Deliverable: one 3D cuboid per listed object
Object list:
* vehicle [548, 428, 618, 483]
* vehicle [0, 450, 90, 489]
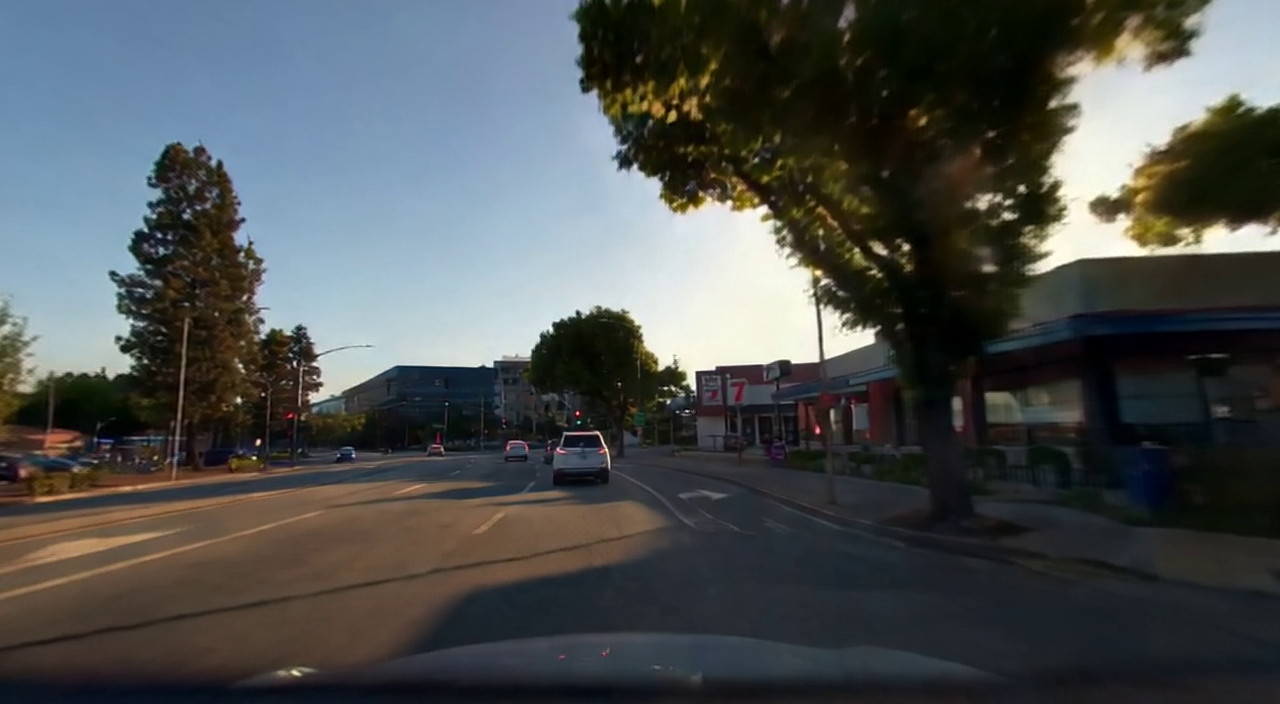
[{"bbox_3d":[-2.049,3.577,22.104,2.227,1.733,3.930,1,-8,-7],"label":"vehicle"},{"bbox_3d":[-31.390,5.868,31.664,5.060,1.793,2.403,2,-9,-14],"label":"vehicle"}]
